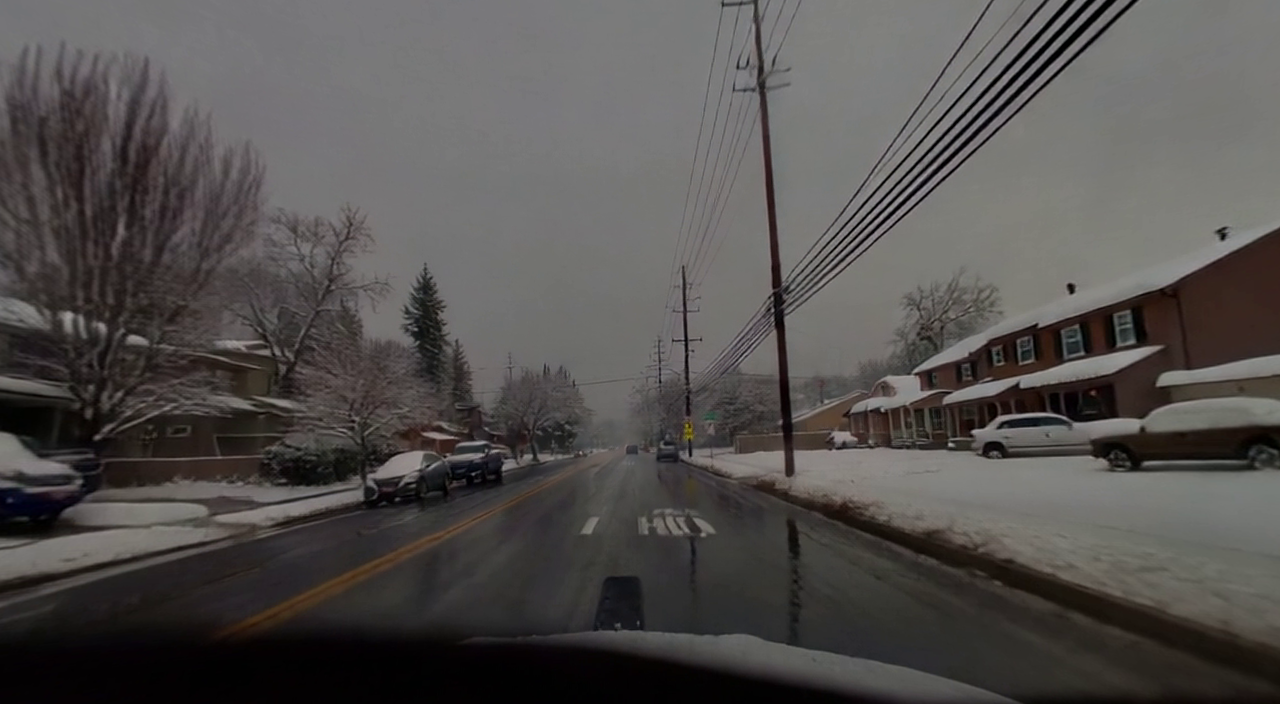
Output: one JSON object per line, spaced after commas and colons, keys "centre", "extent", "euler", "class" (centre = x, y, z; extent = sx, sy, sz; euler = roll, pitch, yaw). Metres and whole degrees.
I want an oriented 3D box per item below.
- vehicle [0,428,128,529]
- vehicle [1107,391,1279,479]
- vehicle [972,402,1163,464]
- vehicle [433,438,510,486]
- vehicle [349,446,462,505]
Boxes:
{"centre": [-13.828, 2.553, 13.042], "extent": [4.432, 1.870, 2.299], "euler": [0, -9, -1], "class": "vehicle"}
{"centre": [13.594, 1.893, 14.580], "extent": [4.145, 1.767, 1.880], "euler": [-9, -10, 30], "class": "vehicle"}
{"centre": [13.610, 2.588, 20.553], "extent": [4.836, 1.789, 2.229], "euler": [-4, -7, 29], "class": "vehicle"}
{"centre": [-7.254, 4.785, 27.682], "extent": [2.135, 1.787, 4.452], "euler": [-4, -9, 0], "class": "vehicle"}
{"centre": [-7.125, 3.764, 19.668], "extent": [2.041, 1.587, 3.920], "euler": [-2, -9, 0], "class": "vehicle"}
